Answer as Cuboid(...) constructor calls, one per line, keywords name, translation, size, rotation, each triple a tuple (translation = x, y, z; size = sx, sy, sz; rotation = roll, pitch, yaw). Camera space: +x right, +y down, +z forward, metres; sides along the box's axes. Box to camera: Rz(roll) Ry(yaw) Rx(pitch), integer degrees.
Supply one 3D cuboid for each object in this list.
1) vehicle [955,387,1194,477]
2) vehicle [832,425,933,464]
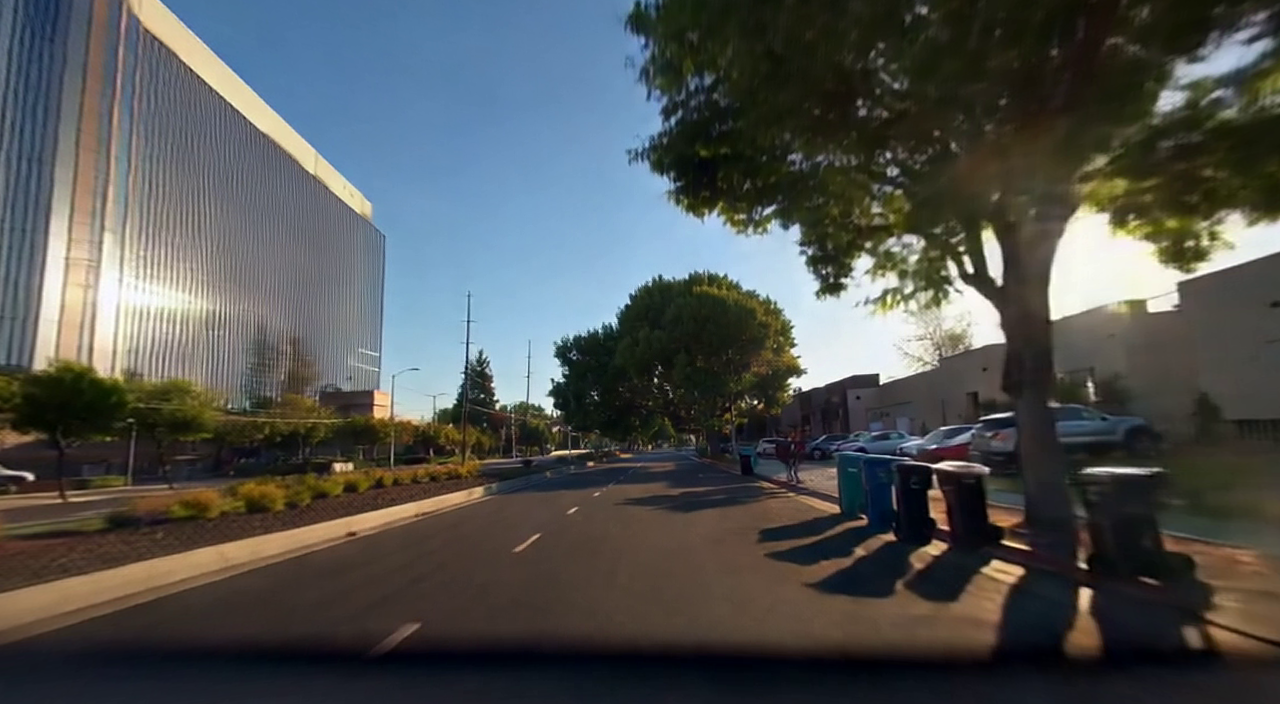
Cuboid(name="vehicle", translation=(12.473, 2.368, 18.449), size=(5.136, 1.945, 2.153), rotation=(-6, -9, 3))
Cuboid(name="vehicle", translation=(12.845, 4.947, 33.594), size=(4.478, 1.578, 1.944), rotation=(-6, -9, 2))
